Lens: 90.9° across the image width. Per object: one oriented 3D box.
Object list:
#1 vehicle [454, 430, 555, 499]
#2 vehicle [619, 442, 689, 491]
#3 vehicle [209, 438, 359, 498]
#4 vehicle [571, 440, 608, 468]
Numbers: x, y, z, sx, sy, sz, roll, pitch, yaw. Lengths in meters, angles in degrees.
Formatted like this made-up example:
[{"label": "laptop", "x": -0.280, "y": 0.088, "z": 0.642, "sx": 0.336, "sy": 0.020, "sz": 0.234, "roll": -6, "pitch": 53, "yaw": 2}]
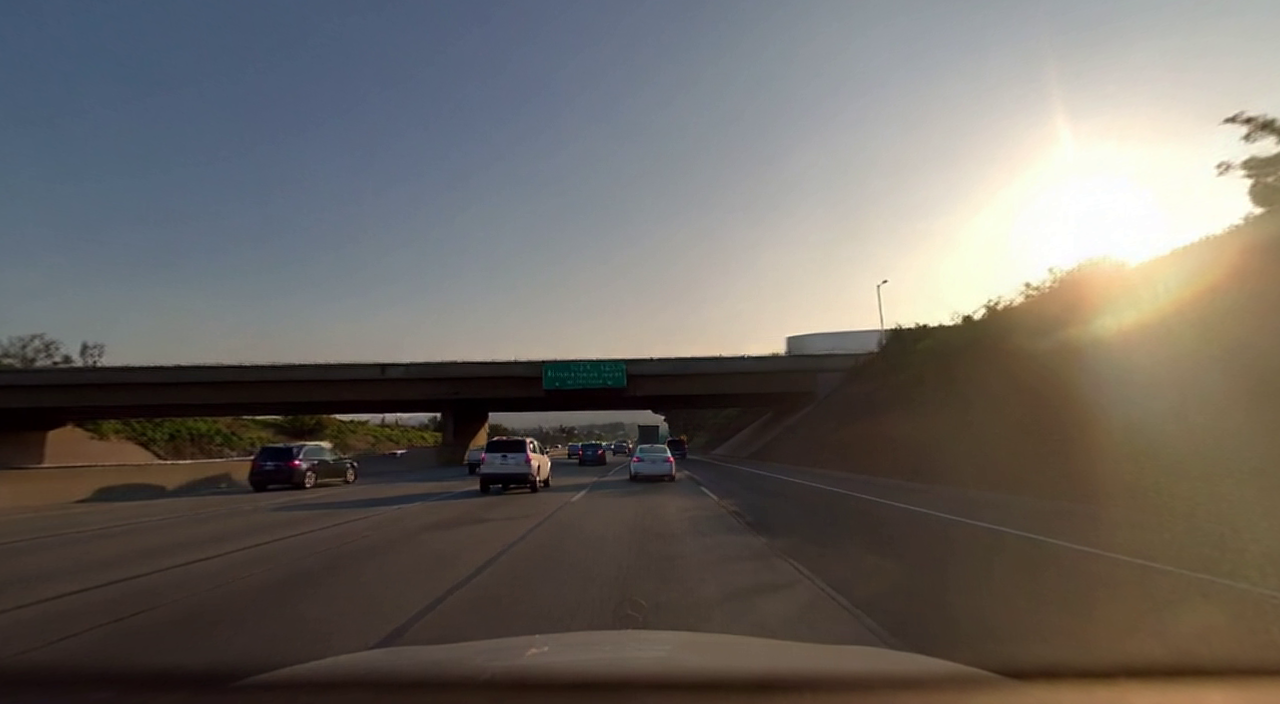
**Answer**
[{"label": "vehicle", "x": -3.743, "y": 3.183, "z": 18.217, "sx": 1.903, "sy": 1.721, "sz": 4.210, "roll": 0, "pitch": -8, "yaw": 1}, {"label": "vehicle", "x": 0.417, "y": 3.703, "z": 20.780, "sx": 2.054, "sy": 1.421, "sz": 4.090, "roll": 0, "pitch": -8, "yaw": 0}, {"label": "vehicle", "x": -10.581, "y": 3.450, "z": 19.202, "sx": 1.941, "sy": 1.602, "sz": 4.277, "roll": 0, "pitch": -8, "yaw": 2}, {"label": "vehicle", "x": -3.168, "y": 6.461, "z": 40.175, "sx": 1.897, "sy": 1.646, "sz": 4.049, "roll": 0, "pitch": -8, "yaw": 1}]
